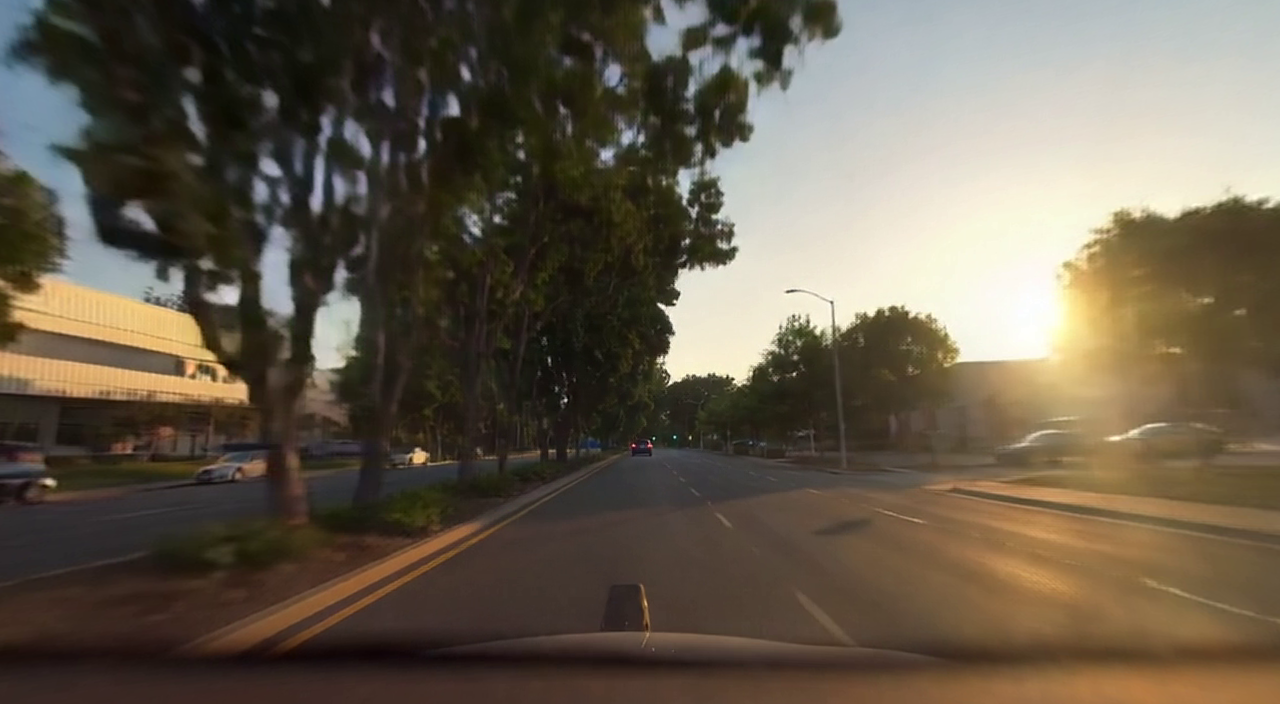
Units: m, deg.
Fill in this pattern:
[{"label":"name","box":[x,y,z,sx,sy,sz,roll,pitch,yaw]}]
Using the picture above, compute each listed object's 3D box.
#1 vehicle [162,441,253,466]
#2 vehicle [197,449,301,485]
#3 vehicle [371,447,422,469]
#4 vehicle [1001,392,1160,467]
[{"label":"vehicle","box":[-27.630,6.515,40.403,4.336,1.560,1.980,0,-8,0]},{"label":"vehicle","box":[-18.995,5.561,30.943,1.814,1.577,5.024,0,-8,1]},{"label":"vehicle","box":[-18.652,8.129,48.488,1.964,1.618,4.622,0,-8,1]},{"label":"vehicle","box":[21.889,4.001,31.929,3.006,3.375,6.598,0,-8,-2]}]
